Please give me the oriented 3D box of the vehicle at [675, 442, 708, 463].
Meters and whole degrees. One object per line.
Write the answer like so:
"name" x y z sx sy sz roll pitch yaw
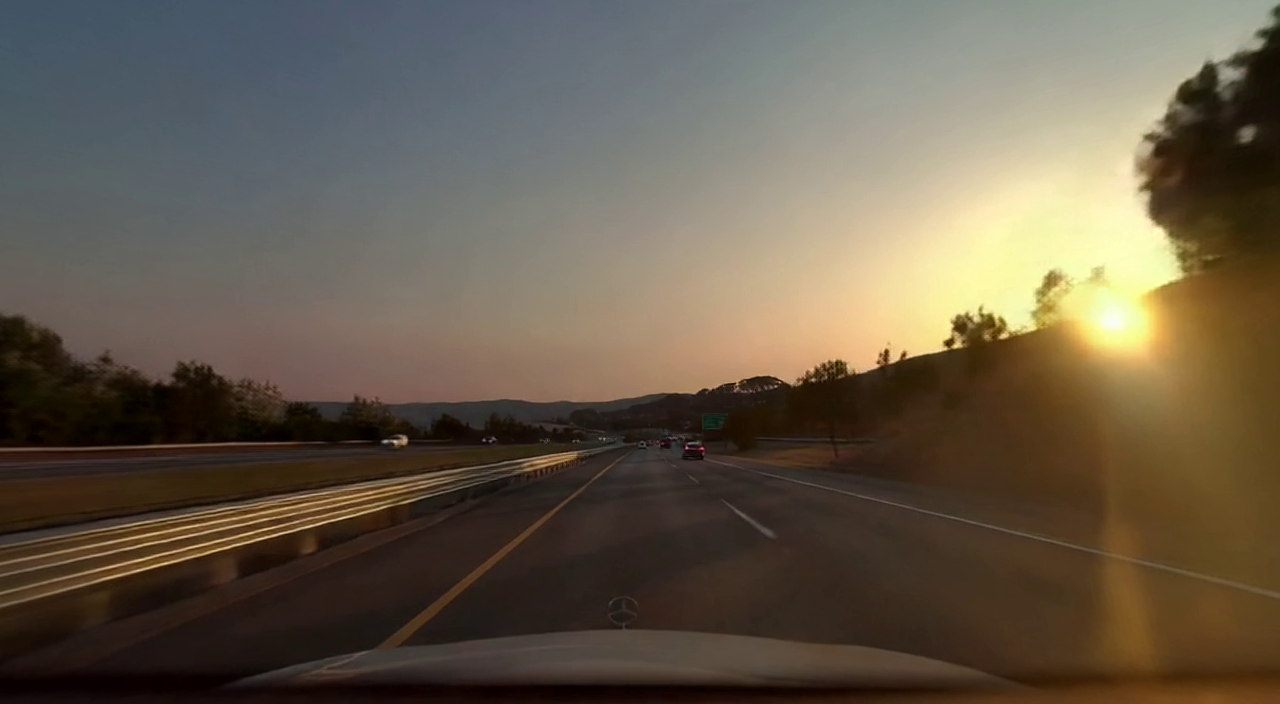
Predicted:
"vehicle" 3.817 7.547 47.305 2.044 1.527 4.658 0 -8 0
